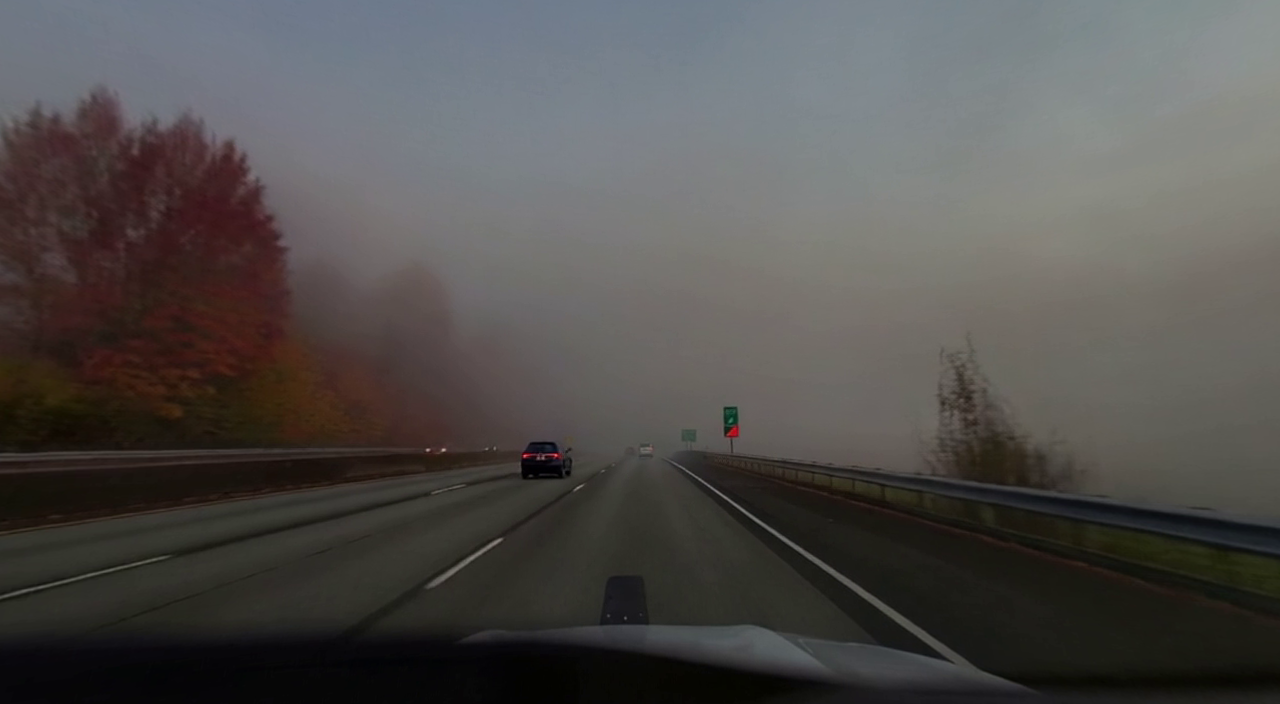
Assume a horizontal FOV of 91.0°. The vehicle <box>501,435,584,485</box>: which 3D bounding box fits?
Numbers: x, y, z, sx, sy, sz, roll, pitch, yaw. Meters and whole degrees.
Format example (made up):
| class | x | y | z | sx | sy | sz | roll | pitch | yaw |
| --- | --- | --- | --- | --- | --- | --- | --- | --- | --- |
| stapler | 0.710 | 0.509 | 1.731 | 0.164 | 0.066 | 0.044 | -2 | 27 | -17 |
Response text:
| class | x | y | z | sx | sy | sz | roll | pitch | yaw |
| --- | --- | --- | --- | --- | --- | --- | --- | --- | --- |
| vehicle | -3.304 | 3.756 | 22.273 | 2.061 | 1.572 | 4.814 | 0 | -8 | 1 |
